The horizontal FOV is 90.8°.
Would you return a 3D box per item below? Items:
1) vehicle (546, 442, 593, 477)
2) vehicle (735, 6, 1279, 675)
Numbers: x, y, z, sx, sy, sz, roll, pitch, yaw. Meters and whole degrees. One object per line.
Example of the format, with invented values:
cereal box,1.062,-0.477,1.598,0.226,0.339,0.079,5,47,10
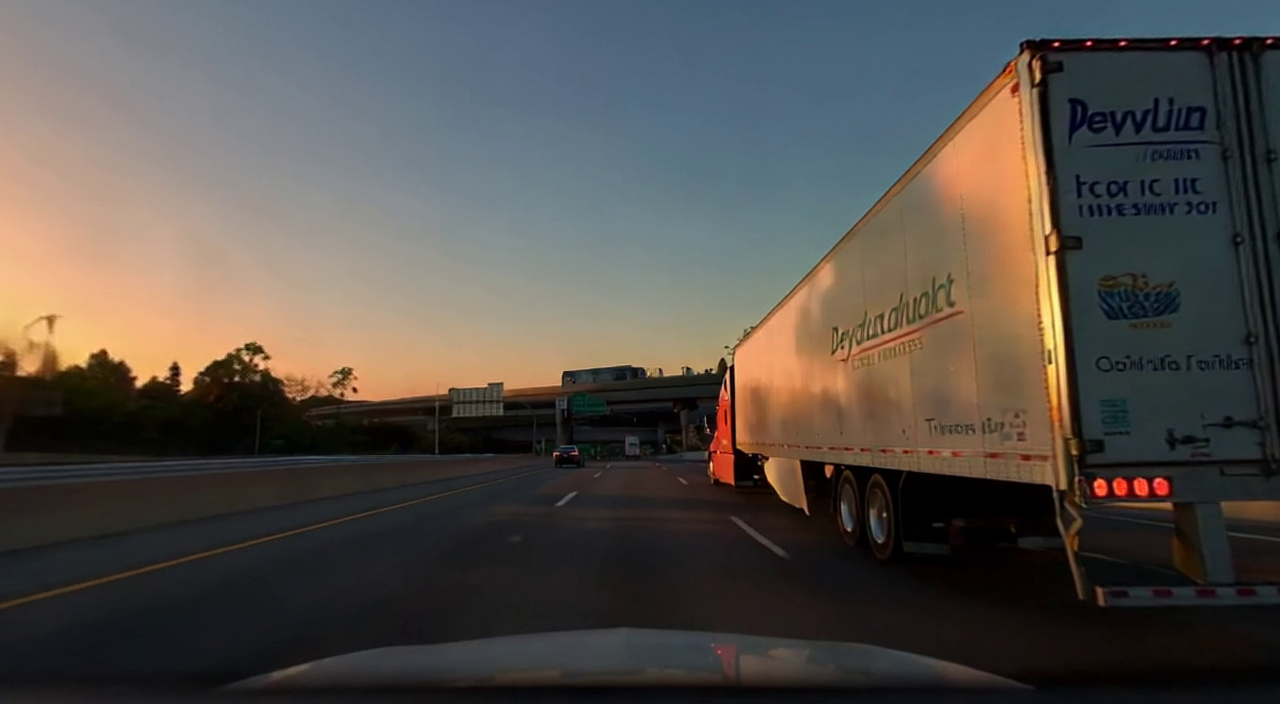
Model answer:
vehicle,-3.604,5.585,33.095,2.030,1.657,3.926,0,-8,0
vehicle,3.964,0.699,10.145,2.962,4.132,12.720,0,-8,0
